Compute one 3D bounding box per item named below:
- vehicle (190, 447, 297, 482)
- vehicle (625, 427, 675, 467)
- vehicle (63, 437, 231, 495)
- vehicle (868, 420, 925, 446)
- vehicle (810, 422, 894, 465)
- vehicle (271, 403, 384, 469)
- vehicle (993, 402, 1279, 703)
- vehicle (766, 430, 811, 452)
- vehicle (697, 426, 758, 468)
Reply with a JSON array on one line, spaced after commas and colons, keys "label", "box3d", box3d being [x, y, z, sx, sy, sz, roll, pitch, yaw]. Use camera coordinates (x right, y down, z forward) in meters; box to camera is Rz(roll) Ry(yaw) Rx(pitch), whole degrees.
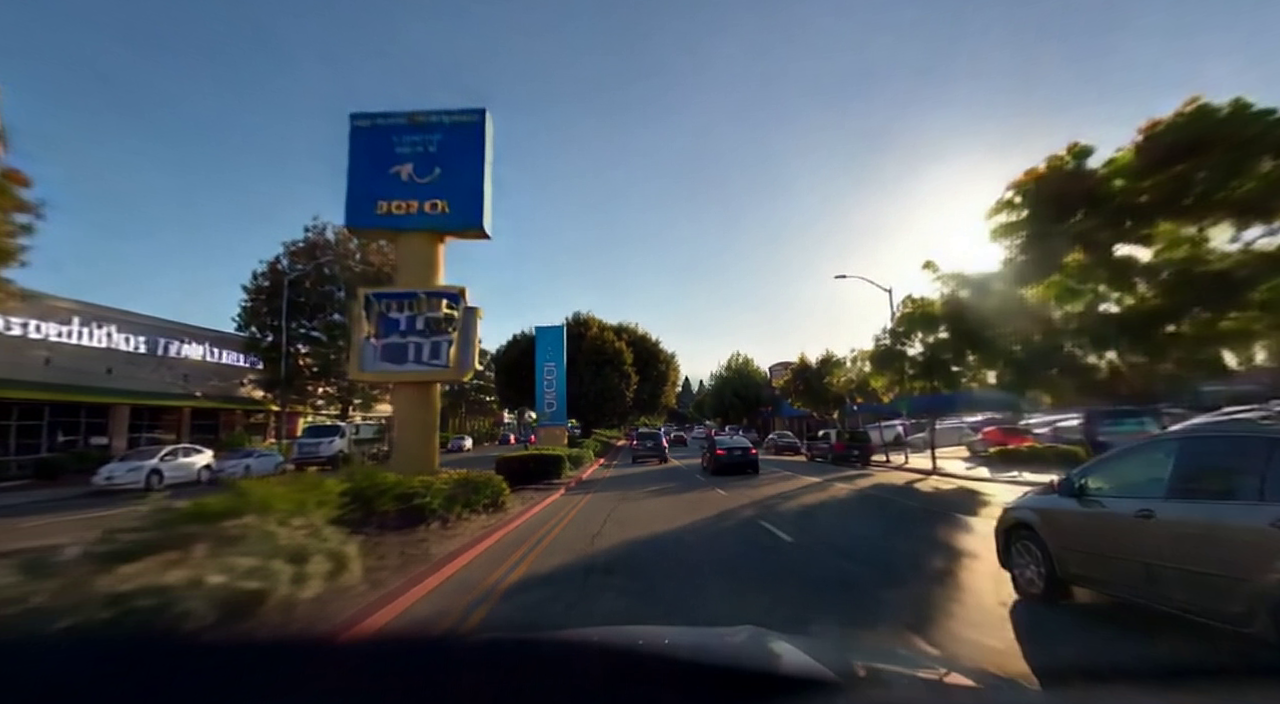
[{"label": "vehicle", "box3d": [-18.832, 5.325, 30.156, 1.883, 1.488, 5.224, 0, -8, -2]}, {"label": "vehicle", "box3d": [0.444, 4.245, 28.121, 2.098, 1.682, 3.778, 0, -8, 1]}, {"label": "vehicle", "box3d": [-18.821, 4.342, 24.431, 2.286, 1.968, 5.350, 0, -8, -2]}, {"label": "vehicle", "box3d": [18.699, 5.973, 46.009, 1.981, 1.815, 4.953, 0, -8, -2]}, {"label": "vehicle", "box3d": [10.507, 4.622, 31.651, 2.318, 1.974, 5.282, 0, -8, 0]}, {"label": "vehicle", "box3d": [-18.599, 5.120, 38.025, 2.811, 3.604, 7.566, 0, -8, 1]}, {"label": "vehicle", "box3d": [3.756, 0.945, 2.652, 1.908, 1.463, 4.506, 0, -8, 0]}, {"label": "vehicle", "box3d": [10.882, 6.589, 46.391, 2.110, 1.535, 4.506, 0, -8, -2]}, {"label": "vehicle", "box3d": [3.782, 4.205, 27.907, 2.115, 1.692, 4.189, 0, -8, 0]}]
